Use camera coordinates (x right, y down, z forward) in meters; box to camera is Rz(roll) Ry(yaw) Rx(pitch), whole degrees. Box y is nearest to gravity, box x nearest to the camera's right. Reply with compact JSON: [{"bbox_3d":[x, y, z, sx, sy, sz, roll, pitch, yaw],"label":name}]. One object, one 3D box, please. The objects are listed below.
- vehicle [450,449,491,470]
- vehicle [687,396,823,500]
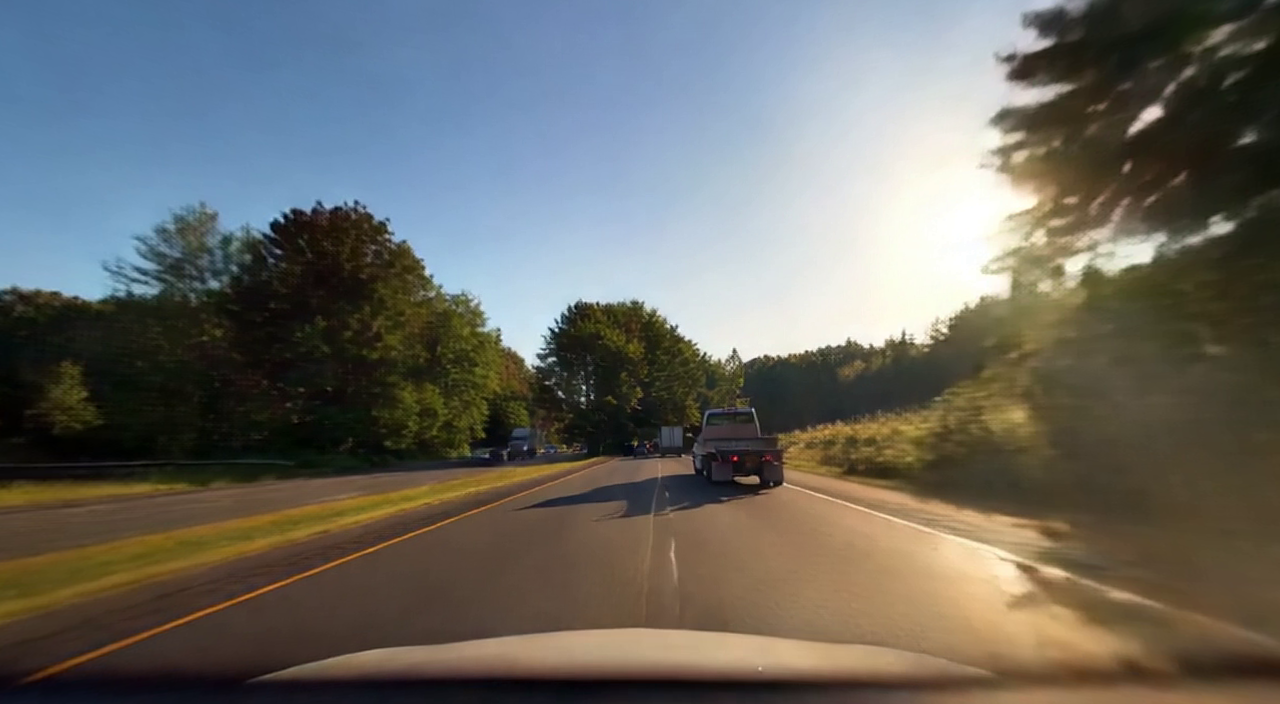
[{"bbox_3d":[-12.449,7.919,46.501,1.737,1.450,4.343,0,-8,1],"label":"vehicle"},{"bbox_3d":[2.948,2.725,18.072,2.677,2.439,6.402,0,-8,0],"label":"vehicle"}]
